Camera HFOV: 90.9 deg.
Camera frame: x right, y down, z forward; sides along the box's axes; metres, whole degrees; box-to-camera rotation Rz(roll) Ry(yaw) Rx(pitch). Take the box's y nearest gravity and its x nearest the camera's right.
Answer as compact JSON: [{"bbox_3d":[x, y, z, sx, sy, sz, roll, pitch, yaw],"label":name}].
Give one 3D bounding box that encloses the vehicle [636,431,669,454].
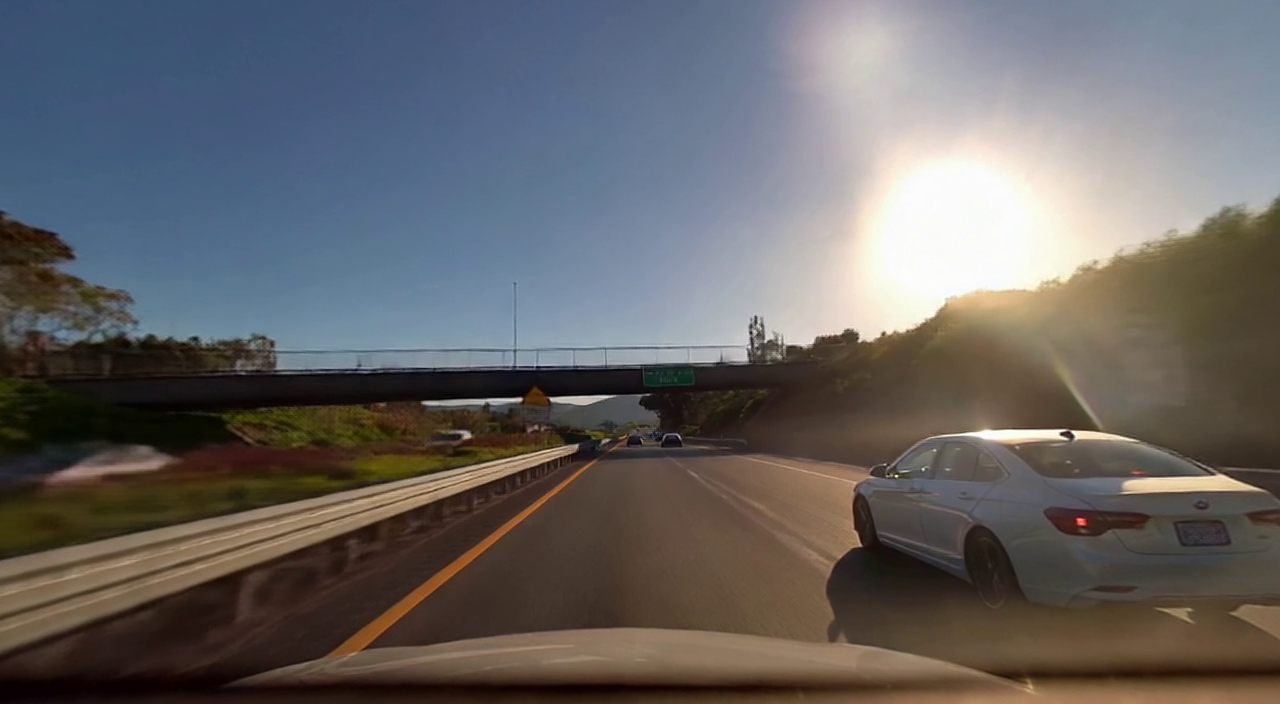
[{"bbox_3d":[0.810,6.045,42.167,1.981,1.490,3.449,0,-8,-3],"label":"vehicle"}]
